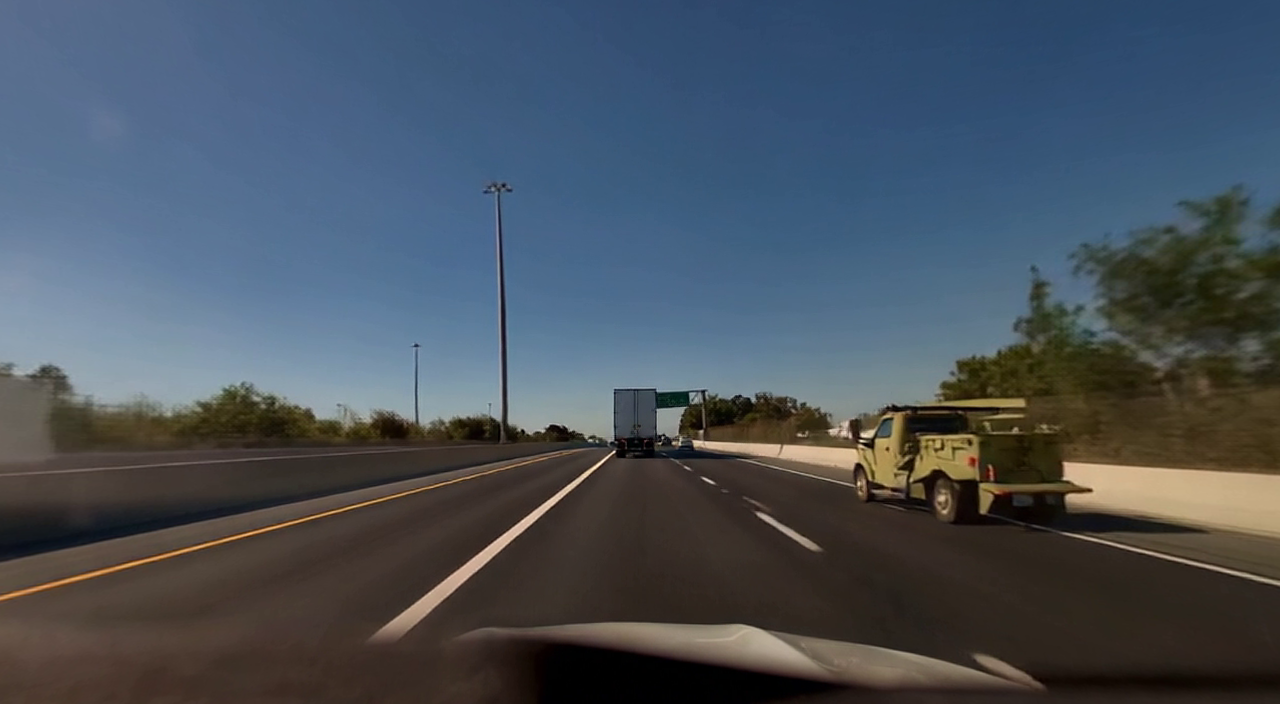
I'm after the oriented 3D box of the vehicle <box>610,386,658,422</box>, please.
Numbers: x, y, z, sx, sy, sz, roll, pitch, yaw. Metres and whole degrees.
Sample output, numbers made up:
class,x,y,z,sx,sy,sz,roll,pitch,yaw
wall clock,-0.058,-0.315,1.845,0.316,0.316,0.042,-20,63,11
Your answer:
class,x,y,z,sx,sy,sz,roll,pitch,yaw
vehicle,-0.300,2.546,29.956,2.112,1.472,4.240,0,-8,-1

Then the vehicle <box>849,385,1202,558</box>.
class,x,y,z,sx,sy,sz,roll,pitch,yaw
vehicle,4.899,1.583,9.087,2.091,1.829,4.625,0,-8,-1

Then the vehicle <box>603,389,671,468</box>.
class,x,y,z,sx,sy,sz,roll,pitch,yaw
vehicle,-0.363,4.130,34.206,2.953,3.406,13.372,1,-7,-2
